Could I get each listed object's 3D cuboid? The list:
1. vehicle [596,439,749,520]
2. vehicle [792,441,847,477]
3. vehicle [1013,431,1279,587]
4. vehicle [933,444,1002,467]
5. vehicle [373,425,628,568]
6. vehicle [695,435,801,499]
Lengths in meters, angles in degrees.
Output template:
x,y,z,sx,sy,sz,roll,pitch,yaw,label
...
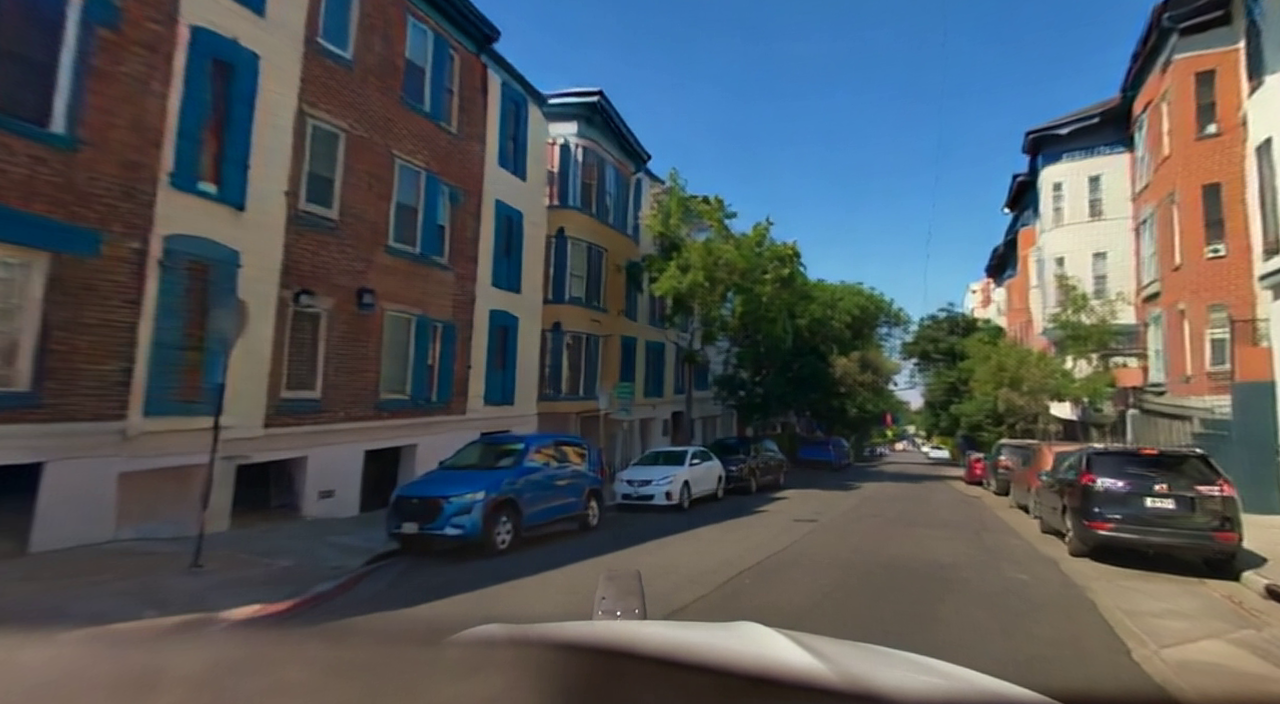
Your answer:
x,y,z,sx,sy,sz,roll,pitch,yaw,label
0.894,2.645,13.811,1.830,1.427,4.294,-4,-8,25,vehicle
8.562,5.016,29.796,1.840,1.493,3.761,-4,-8,25,vehicle
6.753,1.950,8.923,1.883,1.615,4.234,-3,-8,23,vehicle
22.373,7.089,43.095,3.657,1.475,1.930,-1,-8,5,vehicle
-1.667,1.802,8.706,1.719,1.519,3.414,-3,-8,23,vehicle
3.290,3.257,18.495,1.942,1.629,4.302,-4,-8,25,vehicle
